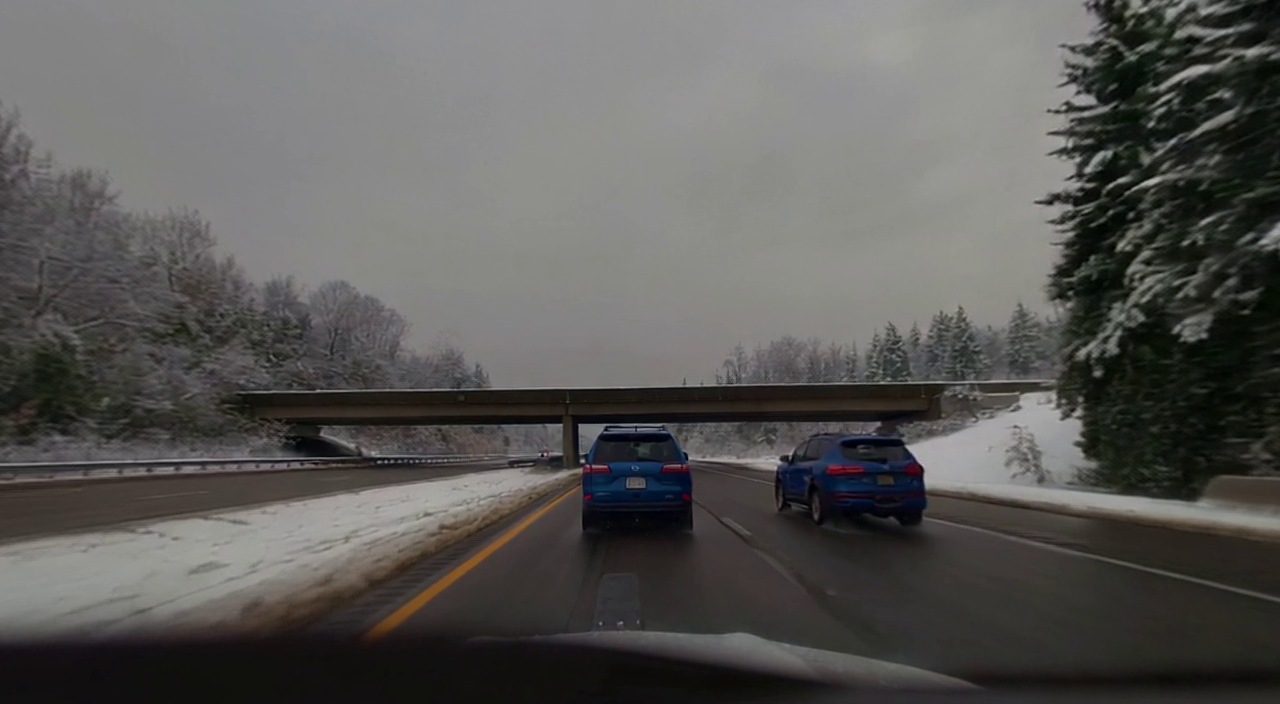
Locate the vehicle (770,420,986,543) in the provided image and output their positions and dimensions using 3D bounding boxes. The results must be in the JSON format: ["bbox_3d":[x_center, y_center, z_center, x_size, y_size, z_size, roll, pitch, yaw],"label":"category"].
[{"bbox_3d":[3.937,2.237,11.489,2.043,1.767,4.620,0,-9,-1],"label":"vehicle"}]

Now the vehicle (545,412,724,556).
[{"bbox_3d":[-0.087,2.010,10.169,2.288,1.823,4.059,0,-9,0],"label":"vehicle"}]
